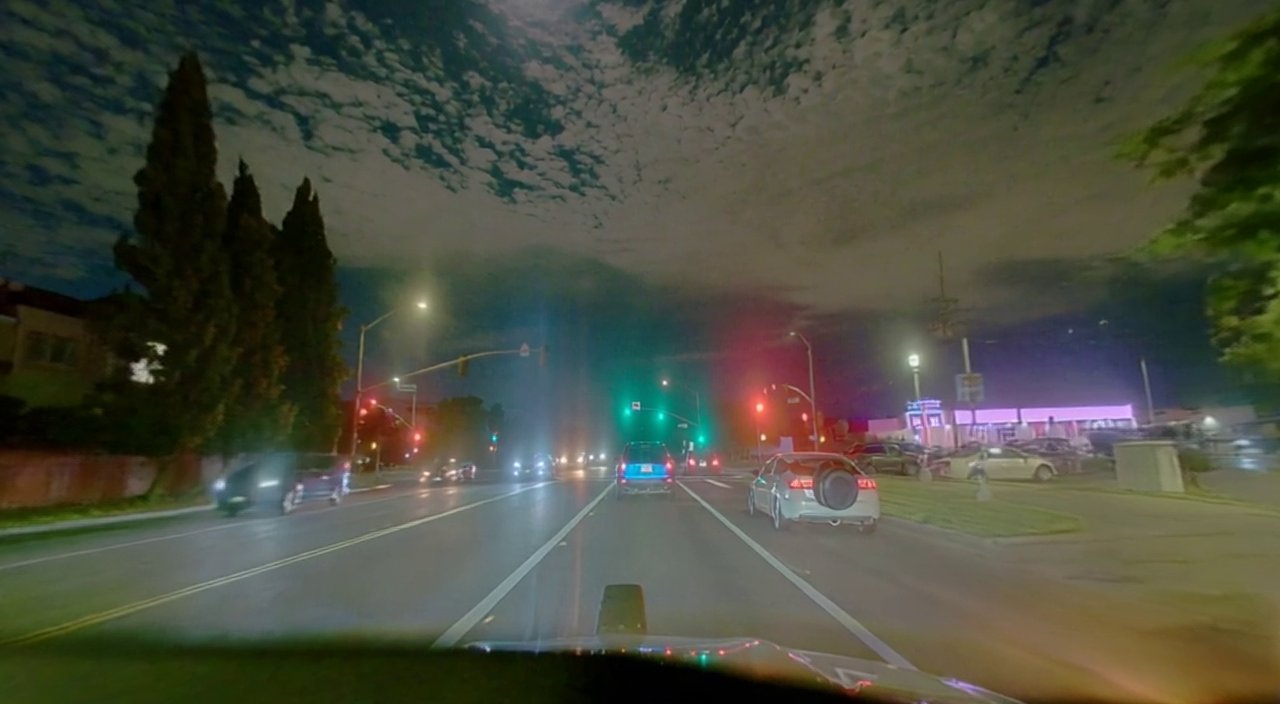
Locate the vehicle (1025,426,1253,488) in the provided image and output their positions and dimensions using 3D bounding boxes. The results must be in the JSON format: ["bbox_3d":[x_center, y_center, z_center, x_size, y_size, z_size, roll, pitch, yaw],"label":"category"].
[{"bbox_3d":[13.704,2.907,17.472,4.648,1.583,2.018,0,-9,-2],"label":"vehicle"}]

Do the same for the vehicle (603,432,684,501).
[{"bbox_3d":[0.074,3.560,19.911,2.296,1.947,4.168,0,-9,0],"label":"vehicle"}]

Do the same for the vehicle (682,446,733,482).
[{"bbox_3d":[3.506,5.888,33.364,2.138,1.729,4.178,0,-9,-1],"label":"vehicle"}]

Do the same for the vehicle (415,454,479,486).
[{"bbox_3d":[-10.037,6.165,33.066,1.962,1.458,4.505,0,-9,0],"label":"vehicle"}]

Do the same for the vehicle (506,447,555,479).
[{"bbox_3d":[-6.416,6.545,37.327,2.092,1.802,4.270,0,-9,1],"label":"vehicle"}]

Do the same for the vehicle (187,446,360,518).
[{"bbox_3d":[-10.255,3.610,18.136,2.161,1.764,4.725,0,-9,0],"label":"vehicle"}]

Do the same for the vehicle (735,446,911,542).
[{"bbox_3d":[3.206,2.556,12.066,1.900,1.478,4.425,0,-9,-2],"label":"vehicle"}]
